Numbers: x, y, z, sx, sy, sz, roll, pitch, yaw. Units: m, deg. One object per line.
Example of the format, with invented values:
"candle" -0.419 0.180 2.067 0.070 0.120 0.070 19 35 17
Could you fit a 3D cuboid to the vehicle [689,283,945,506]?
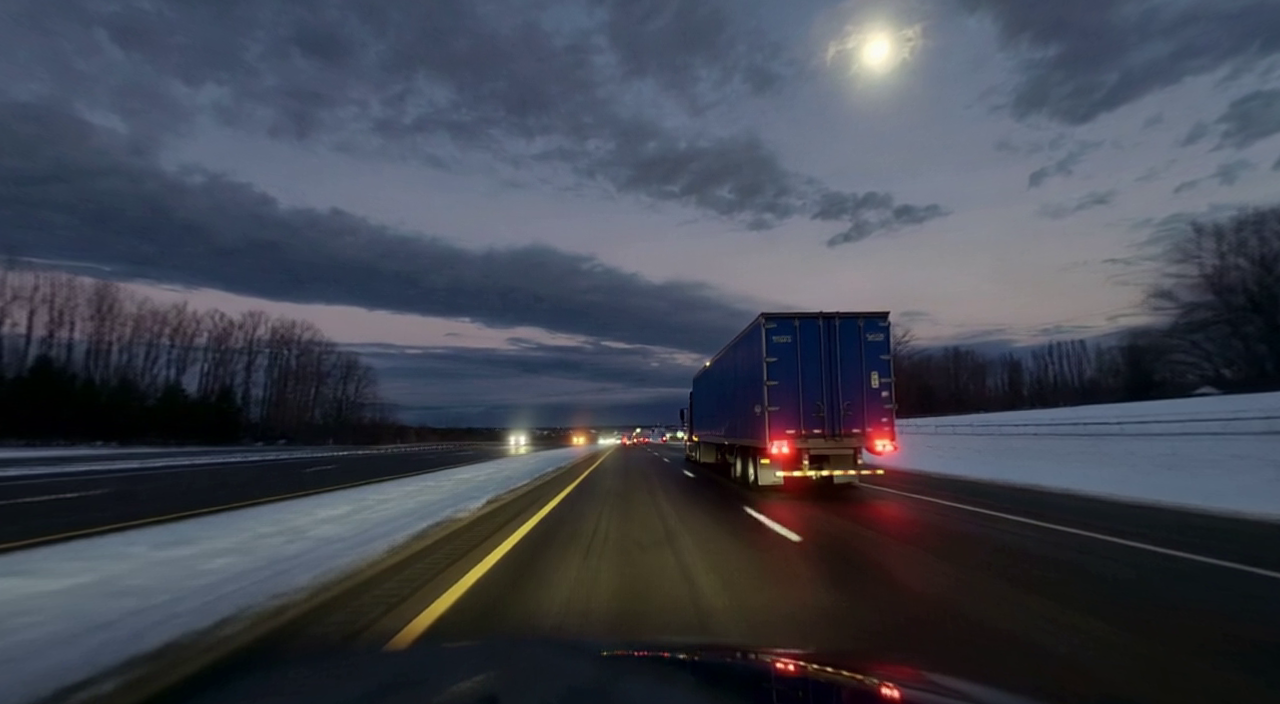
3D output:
"vehicle" 4.023 1.917 20.563 3.203 4.273 17.131 0 -8 -1
